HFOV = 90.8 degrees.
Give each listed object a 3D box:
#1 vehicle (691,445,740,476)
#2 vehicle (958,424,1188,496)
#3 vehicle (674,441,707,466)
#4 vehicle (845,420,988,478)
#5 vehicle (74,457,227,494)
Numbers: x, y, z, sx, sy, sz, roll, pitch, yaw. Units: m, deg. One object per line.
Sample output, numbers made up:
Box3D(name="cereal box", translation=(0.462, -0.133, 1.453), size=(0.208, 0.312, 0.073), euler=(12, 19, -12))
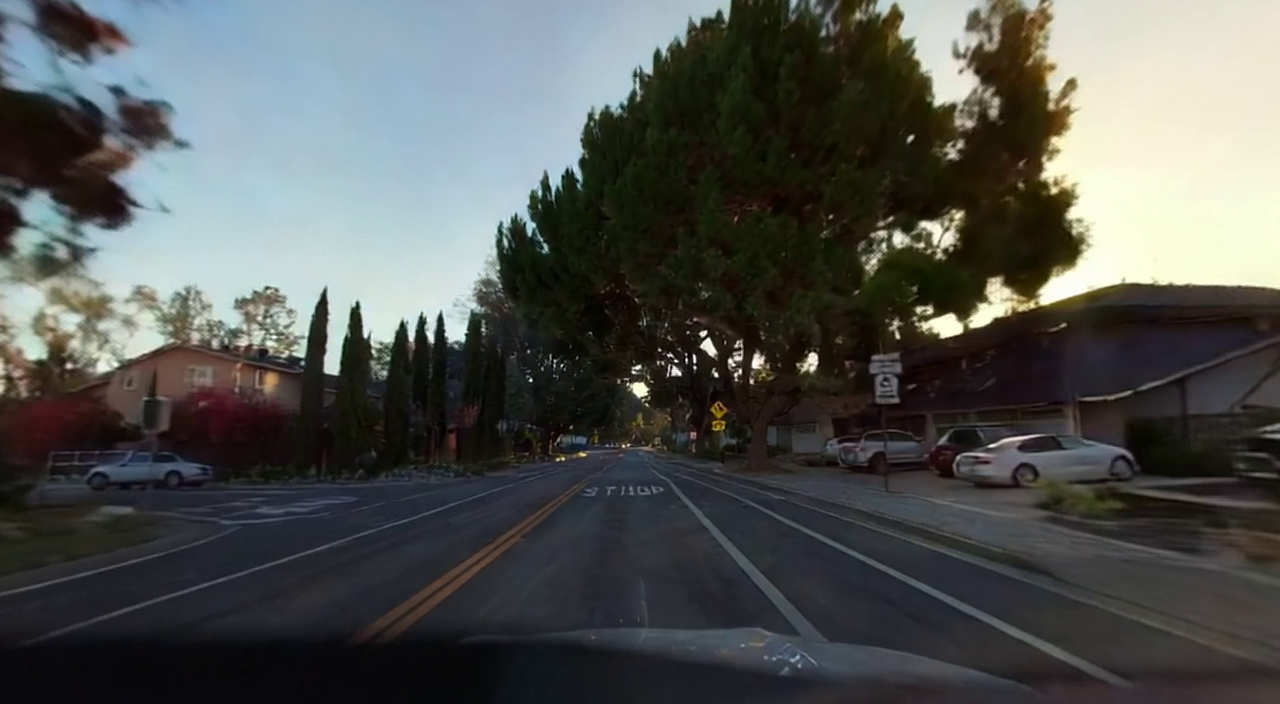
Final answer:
Box3D(name="vehicle", translation=(3.851, 5.592, 32.772), size=(1.940, 1.470, 4.101), euler=(0, -9, -1))
Box3D(name="vehicle", translation=(11.025, 2.757, 16.325), size=(4.493, 1.493, 1.926), euler=(-3, -8, -3))
Box3D(name="vehicle", translation=(3.748, 7.664, 47.764), size=(2.032, 1.792, 4.849), euler=(0, -9, -1))
Box3D(name="vehicle", translation=(10.893, 3.851, 25.203), size=(4.459, 1.696, 2.361), euler=(-6, -8, -1))
Box3D(name="vehicle", translation=(-21.647, 5.474, 28.101), size=(5.074, 1.511, 1.978), euler=(0, -9, 0))
